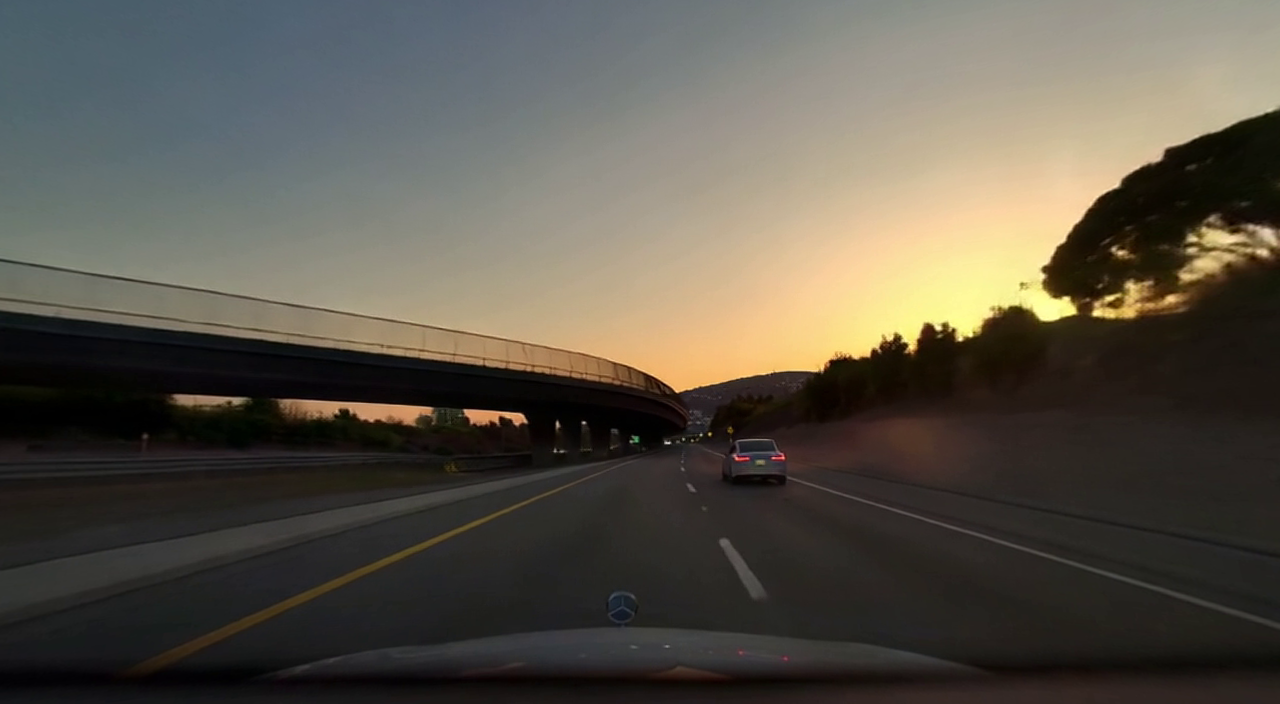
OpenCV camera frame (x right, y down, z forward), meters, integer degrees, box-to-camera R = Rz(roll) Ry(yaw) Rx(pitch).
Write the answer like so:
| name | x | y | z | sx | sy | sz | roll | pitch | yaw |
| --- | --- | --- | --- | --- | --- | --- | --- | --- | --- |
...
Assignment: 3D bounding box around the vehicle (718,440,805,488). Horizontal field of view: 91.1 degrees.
| name | x | y | z | sx | sy | sz | roll | pitch | yaw |
| --- | --- | --- | --- | --- | --- | --- | --- | --- | --- |
| vehicle | 3.904 | 3.671 | 20.916 | 2.124 | 1.405 | 4.398 | 0 | -8 | 1 |
